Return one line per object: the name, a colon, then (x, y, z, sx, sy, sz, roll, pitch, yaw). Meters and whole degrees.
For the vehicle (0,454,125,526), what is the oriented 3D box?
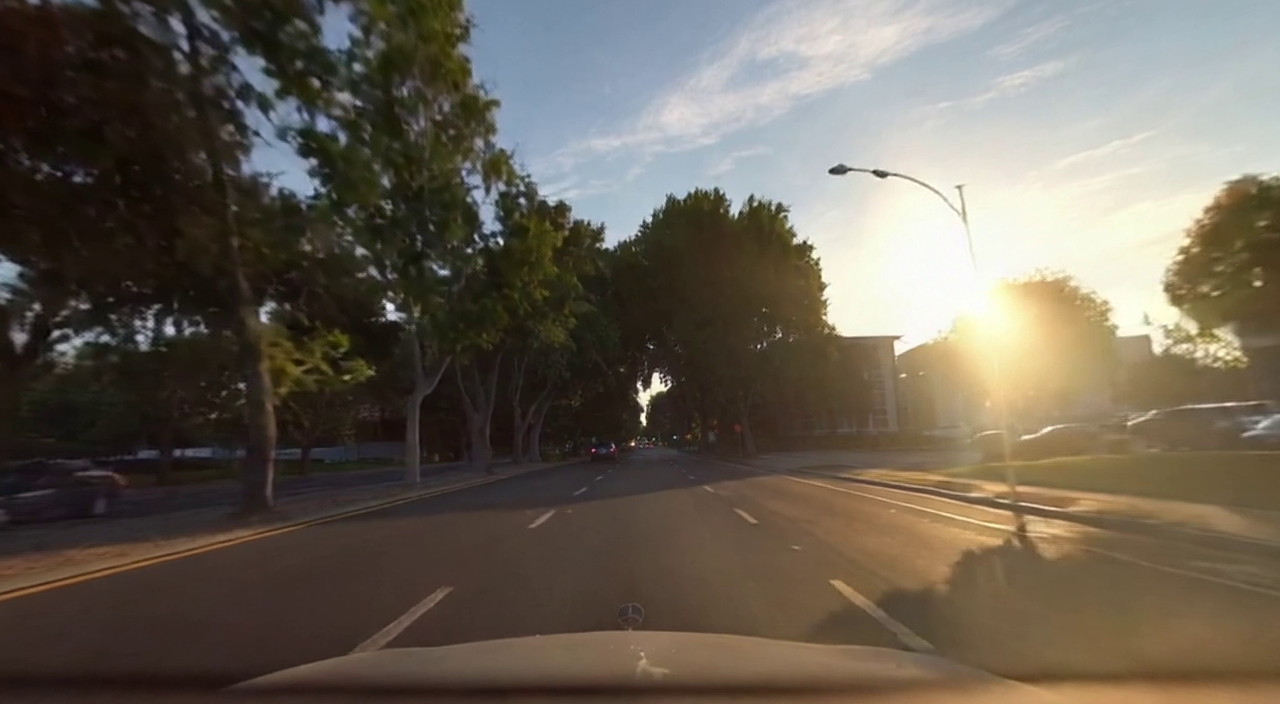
vehicle: (-16.187, 3.468, 16.056, 2.204, 1.625, 4.561, 0, -8, 0)
